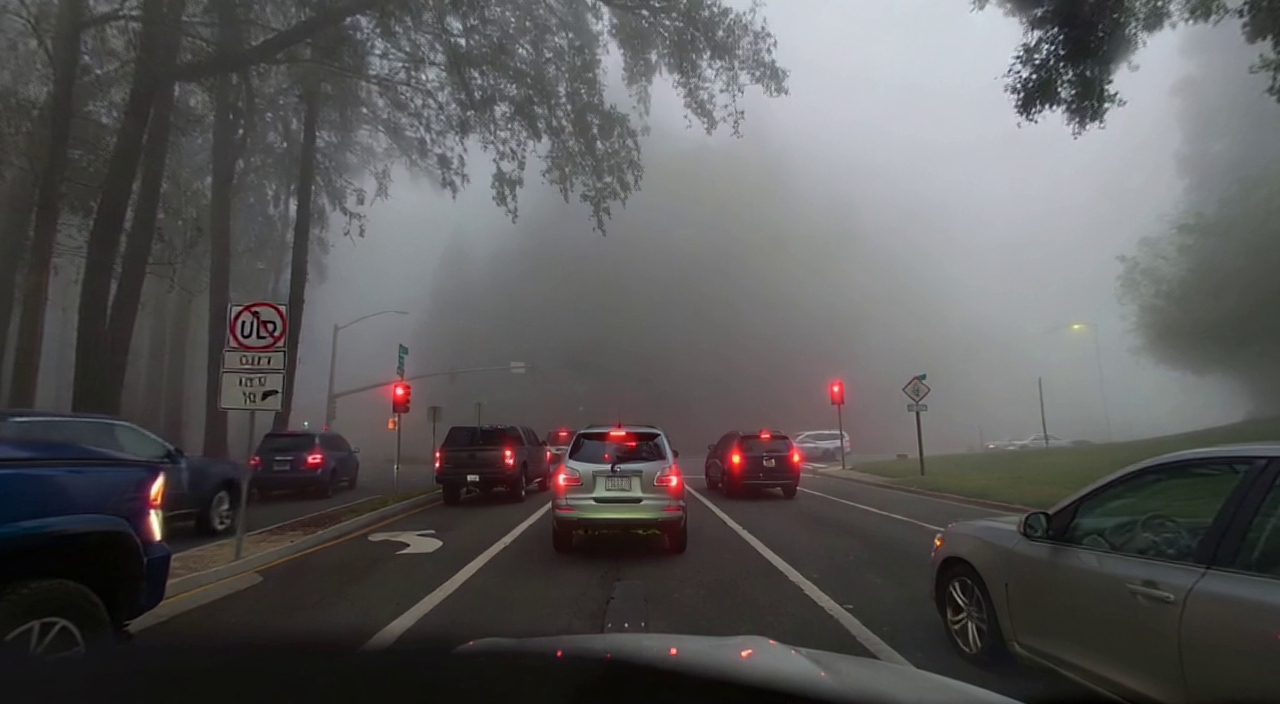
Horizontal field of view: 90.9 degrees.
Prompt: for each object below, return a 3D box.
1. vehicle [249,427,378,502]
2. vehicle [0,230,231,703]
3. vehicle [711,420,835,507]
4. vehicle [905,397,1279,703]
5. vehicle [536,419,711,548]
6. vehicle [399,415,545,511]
[{"bbox_3d":[-8.964,3.098,17.826,2.256,1.799,4.831,2,-9,-16],"label":"vehicle"},{"bbox_3d":[-3.490,0.346,0.317,2.656,2.021,5.800,0,-8,0],"label":"vehicle"},{"bbox_3d":[3.131,2.735,15.907,2.102,1.841,4.587,0,-8,0],"label":"vehicle"},{"bbox_3d":[3.019,0.959,2.514,1.874,1.477,4.698,0,-8,0],"label":"vehicle"},{"bbox_3d":[-0.221,1.938,9.873,2.194,1.607,3.690,0,-8,0],"label":"vehicle"},{"bbox_3d":[-3.636,2.518,14.662,2.089,1.857,4.488,0,-8,1],"label":"vehicle"}]
